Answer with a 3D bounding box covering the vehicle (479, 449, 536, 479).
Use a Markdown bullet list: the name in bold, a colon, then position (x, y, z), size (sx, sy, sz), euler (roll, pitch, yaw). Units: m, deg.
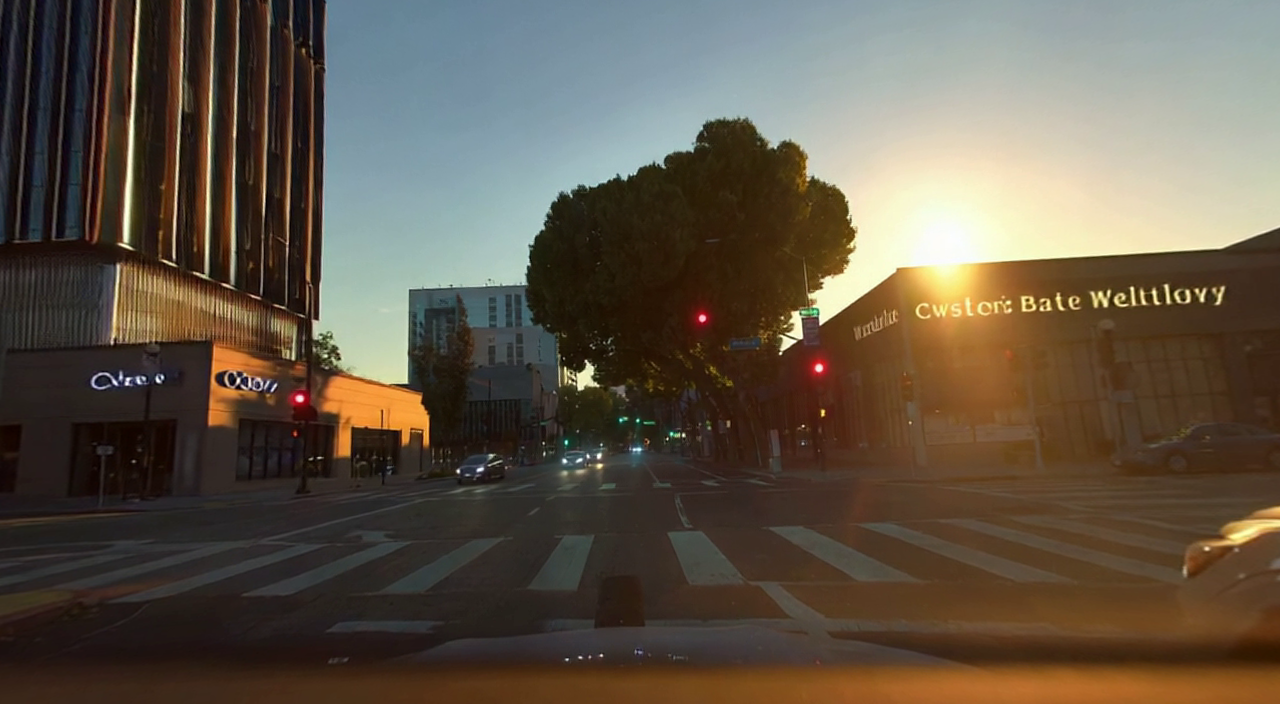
- **vehicle**: position (-6.932, 5.887, 33.501), size (1.893, 1.451, 4.276), euler (-1, -9, 3)
